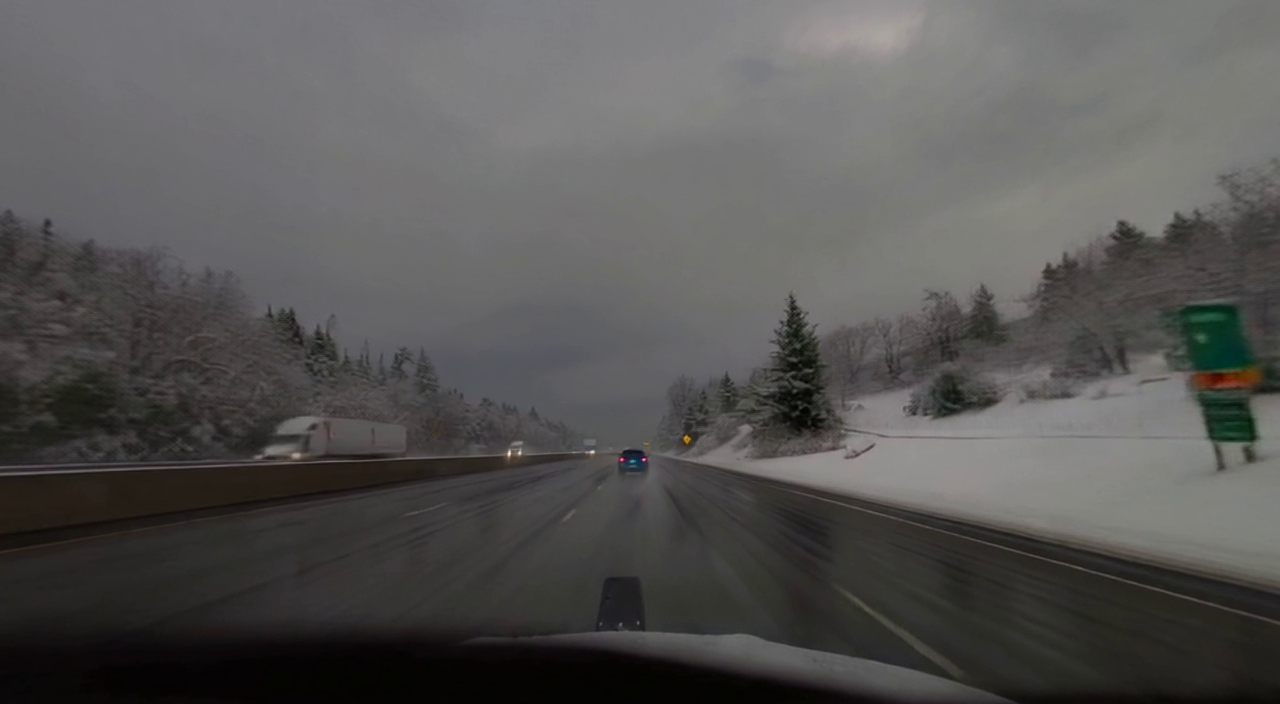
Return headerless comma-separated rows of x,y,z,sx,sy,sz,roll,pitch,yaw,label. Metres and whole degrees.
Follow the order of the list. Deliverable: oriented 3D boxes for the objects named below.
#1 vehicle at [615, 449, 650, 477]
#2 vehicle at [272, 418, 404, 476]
-0.375,6.385,36.581,1.908,1.515,3.871,0,-9,1,vehicle
-22.994,7.512,49.680,2.903,3.856,14.989,0,-9,1,vehicle
